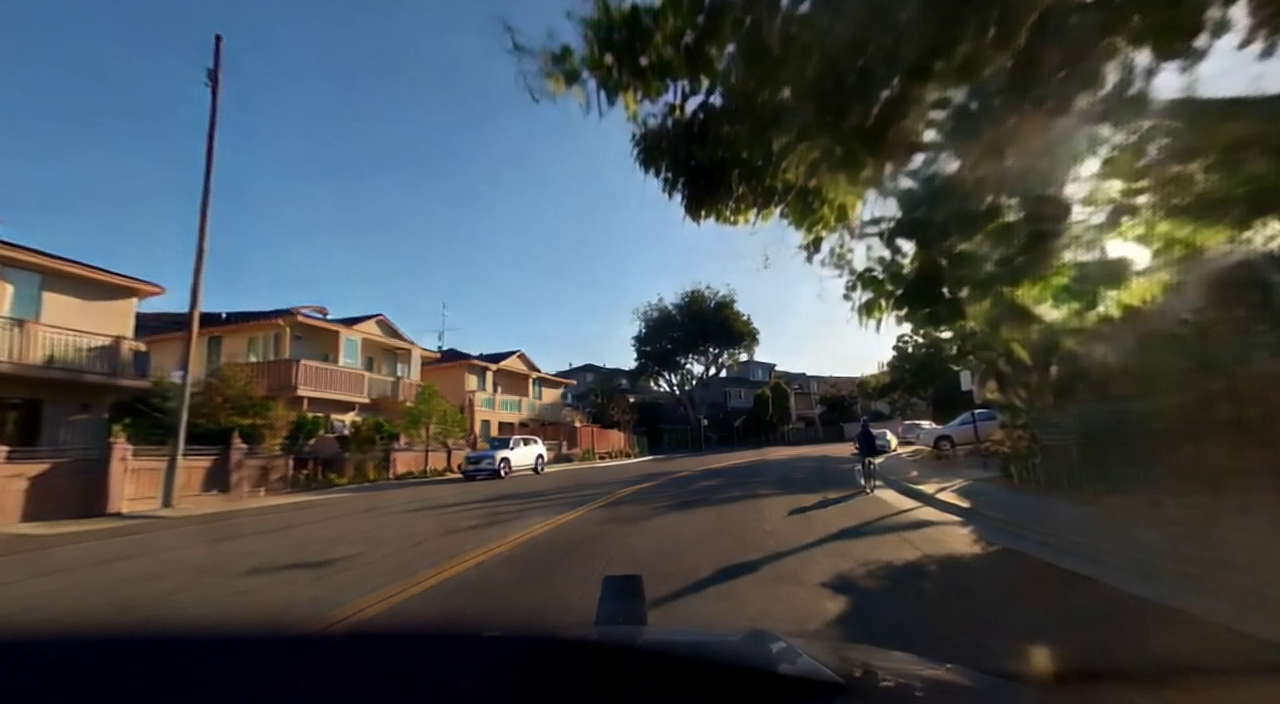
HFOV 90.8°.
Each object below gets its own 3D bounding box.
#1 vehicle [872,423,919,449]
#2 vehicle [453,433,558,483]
[{"bbox_3d":[18.069,5.973,44.585,2.105,1.705,4.392,-6,-10,33],"label":"vehicle"},{"bbox_3d":[-4.948,3.981,23.965,1.937,1.670,4.391,-3,-9,17],"label":"vehicle"}]
